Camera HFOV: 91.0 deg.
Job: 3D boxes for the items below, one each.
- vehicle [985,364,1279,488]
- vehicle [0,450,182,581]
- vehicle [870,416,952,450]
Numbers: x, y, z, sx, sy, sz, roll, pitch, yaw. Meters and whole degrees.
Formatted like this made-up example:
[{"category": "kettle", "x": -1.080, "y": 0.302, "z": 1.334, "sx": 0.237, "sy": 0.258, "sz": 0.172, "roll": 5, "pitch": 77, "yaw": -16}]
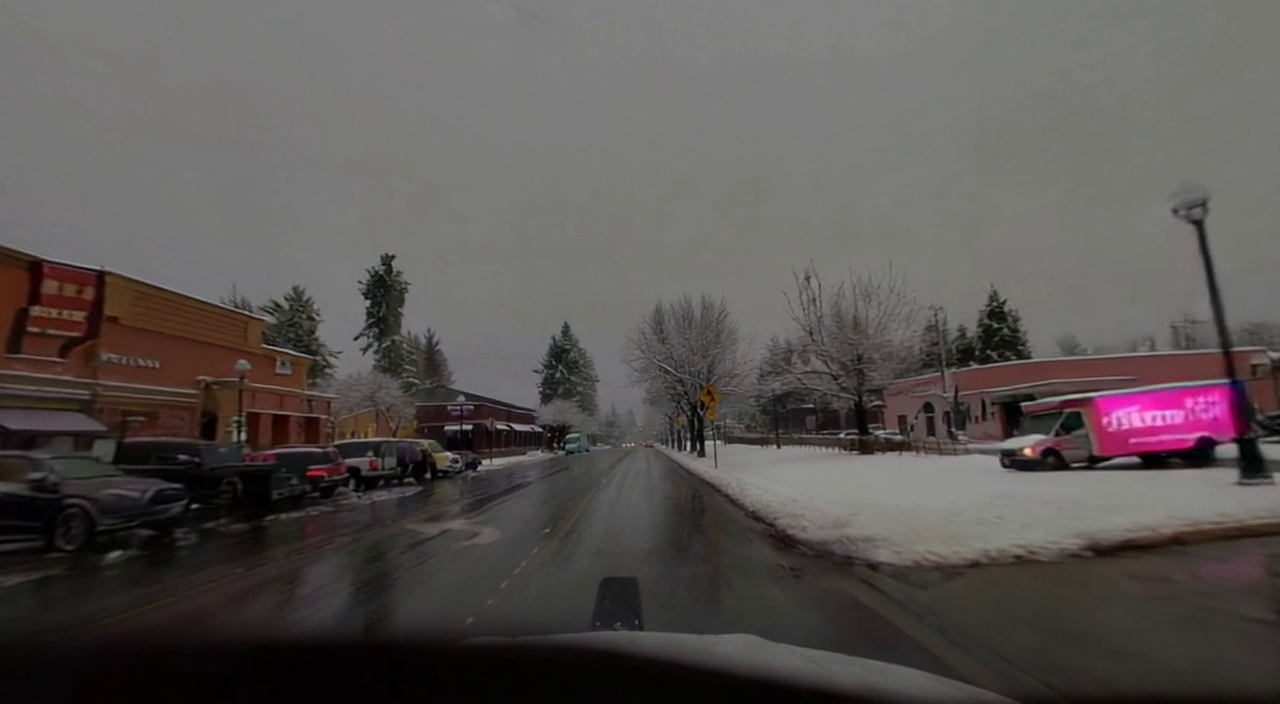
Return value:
[{"category": "vehicle", "x": 11.043, "y": 1.605, "z": 13.943, "sx": 5.453, "sy": 1.794, "sz": 2.011, "roll": -8, "pitch": -6, "yaw": -2}, {"category": "vehicle", "x": -9.298, "y": 2.285, "z": 9.046, "sx": 4.212, "sy": 1.698, "sz": 1.960, "roll": 6, "pitch": -11, "yaw": -37}, {"category": "vehicle", "x": 17.808, "y": 5.371, "z": 41.647, "sx": 4.625, "sy": 1.729, "sz": 2.048, "roll": -7, "pitch": -6, "yaw": 17}]
